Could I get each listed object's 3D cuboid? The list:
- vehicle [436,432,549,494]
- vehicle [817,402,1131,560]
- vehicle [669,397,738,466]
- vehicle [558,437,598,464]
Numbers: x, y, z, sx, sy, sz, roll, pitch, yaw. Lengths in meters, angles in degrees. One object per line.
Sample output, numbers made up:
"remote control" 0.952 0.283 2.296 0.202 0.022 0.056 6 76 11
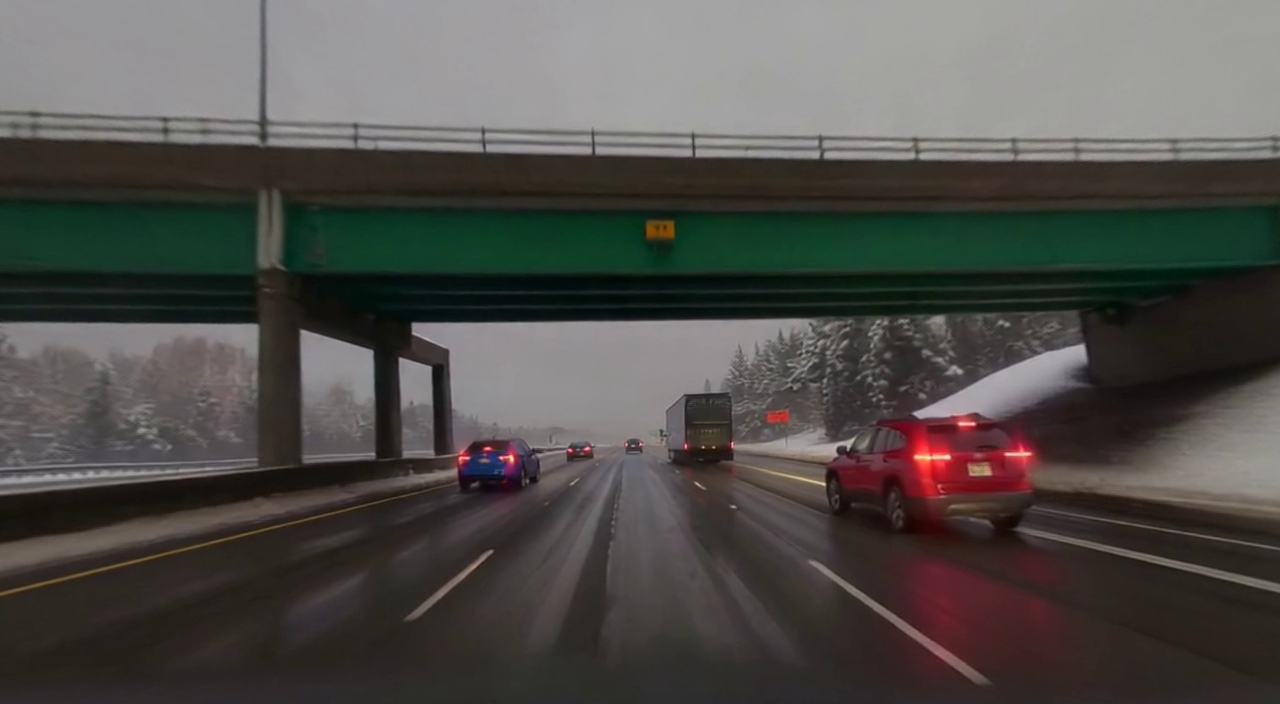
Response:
"vehicle" -4.002 3.083 17.928 2.122 1.486 4.532 0 -8 0
"vehicle" 4.079 1.637 8.682 2.001 1.625 4.088 0 -8 -1
"vehicle" 3.564 4.938 38.399 2.824 3.585 11.410 0 -8 -1
"vehicle" -3.695 5.980 38.325 2.064 1.479 4.370 0 -8 -1
